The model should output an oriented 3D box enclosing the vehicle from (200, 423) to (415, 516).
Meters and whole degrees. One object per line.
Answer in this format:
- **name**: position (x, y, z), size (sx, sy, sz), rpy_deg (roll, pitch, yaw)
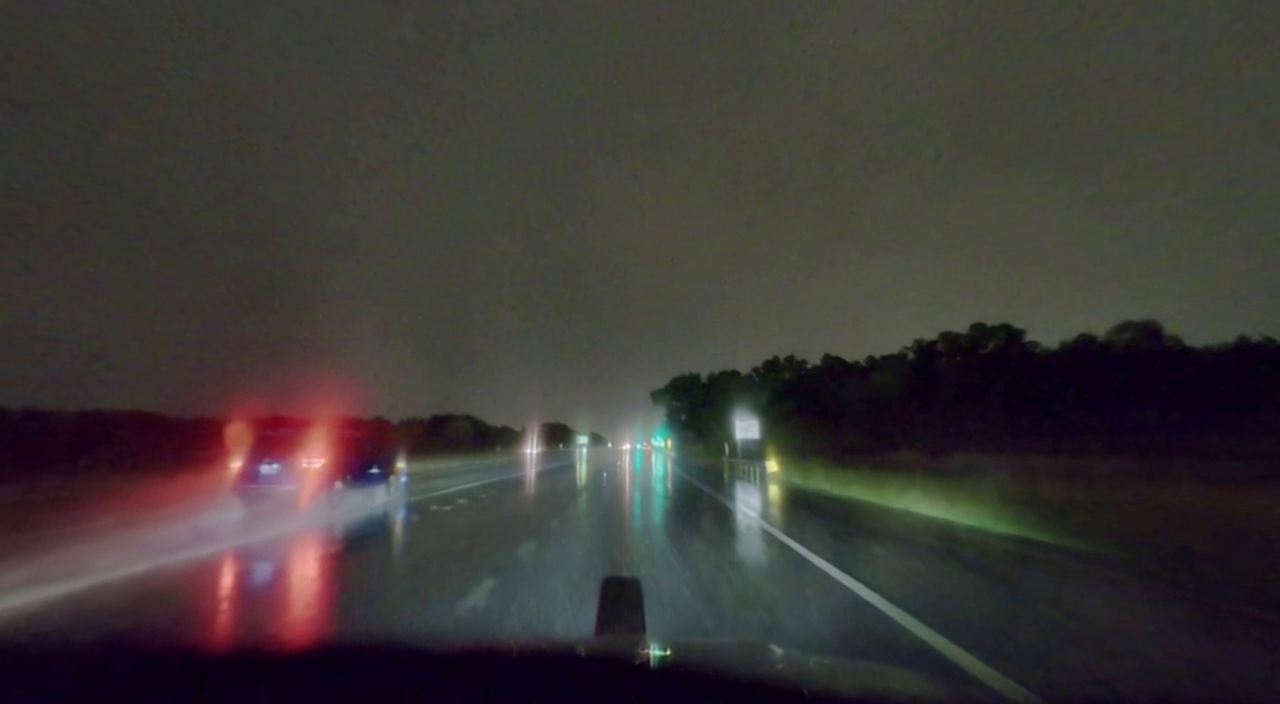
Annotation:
- **vehicle**: position (-6.931, 2.505, 13.904), size (2.109, 1.692, 4.712), rpy_deg (0, -9, 1)
